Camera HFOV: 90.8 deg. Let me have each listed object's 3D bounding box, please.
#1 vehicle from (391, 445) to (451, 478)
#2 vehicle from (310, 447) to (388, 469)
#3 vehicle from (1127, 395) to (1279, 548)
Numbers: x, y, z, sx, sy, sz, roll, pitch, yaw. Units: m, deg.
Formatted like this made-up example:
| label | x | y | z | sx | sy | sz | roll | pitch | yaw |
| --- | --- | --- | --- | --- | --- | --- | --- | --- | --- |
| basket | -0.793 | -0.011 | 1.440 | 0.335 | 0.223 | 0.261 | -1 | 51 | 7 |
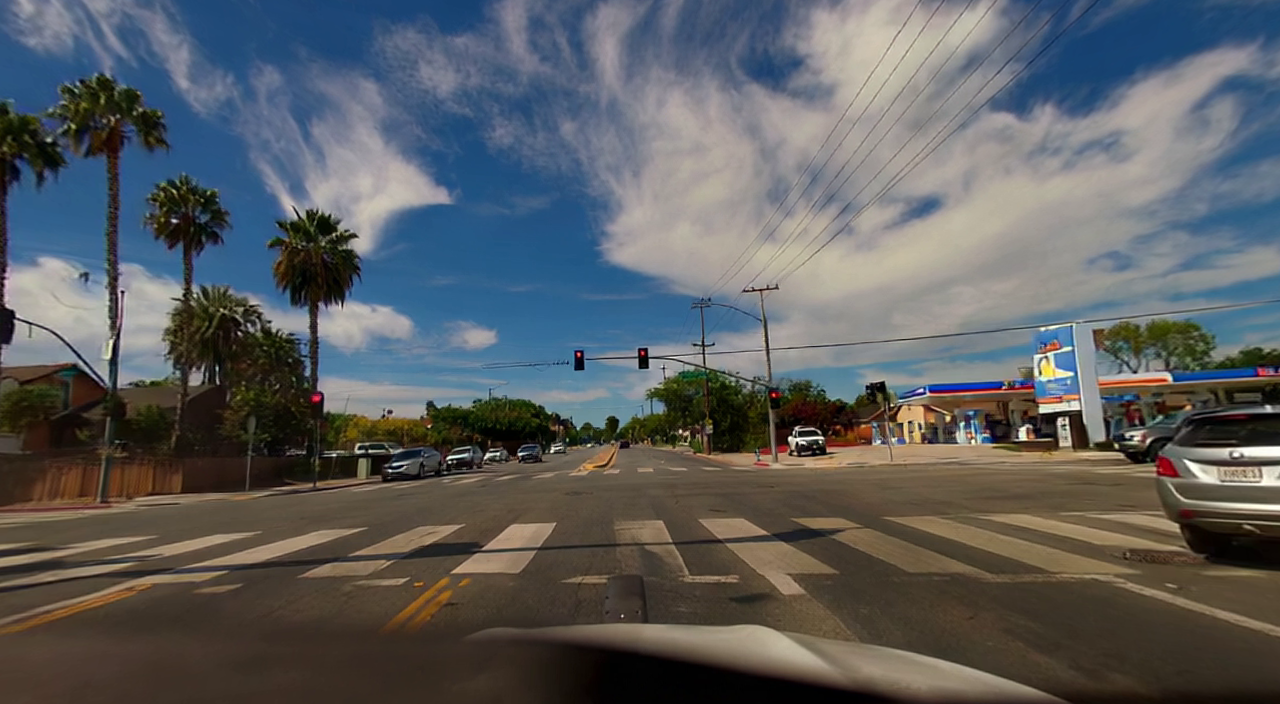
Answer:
| label | x | y | z | sx | sy | sz | roll | pitch | yaw |
| --- | --- | --- | --- | --- | --- | --- | --- | --- | --- |
| vehicle | -12.976 | 6.485 | 37.745 | 2.009 | 1.777 | 4.559 | 0 | -9 | -1 |
| vehicle | -20.861 | 7.626 | 45.465 | 4.672 | 1.469 | 1.816 | 0 | -9 | -2 |
| vehicle | 8.597 | 1.596 | 8.839 | 2.299 | 1.732 | 4.146 | -8 | -12 | 42 |
